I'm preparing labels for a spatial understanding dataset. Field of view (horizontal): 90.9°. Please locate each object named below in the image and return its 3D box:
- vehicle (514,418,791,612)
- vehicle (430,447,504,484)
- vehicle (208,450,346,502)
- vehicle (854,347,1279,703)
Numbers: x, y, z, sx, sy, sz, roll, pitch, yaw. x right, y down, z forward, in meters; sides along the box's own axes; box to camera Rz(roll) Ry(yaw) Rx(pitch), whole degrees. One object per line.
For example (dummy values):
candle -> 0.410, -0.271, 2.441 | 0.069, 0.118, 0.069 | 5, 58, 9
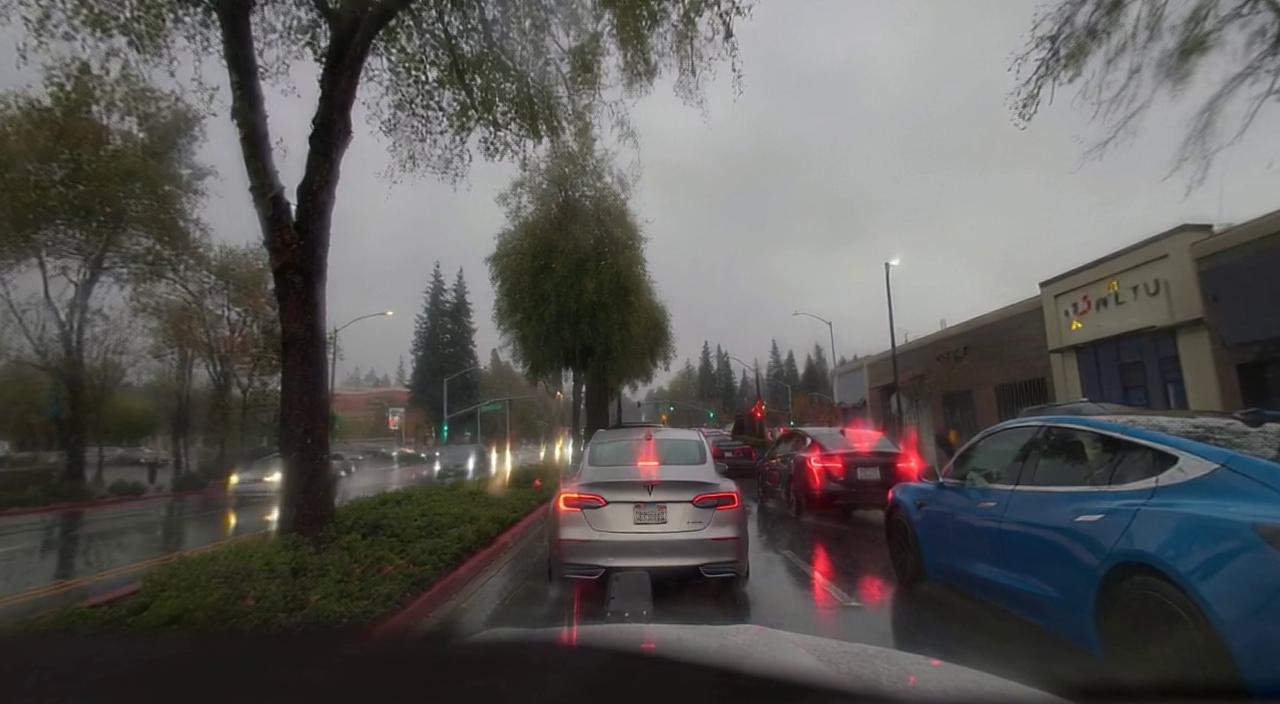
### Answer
vehicle -> 0.105, 1.559, 6.930 | 2.137, 1.488, 3.938 | 0, -8, 0
vehicle -> -7.558, 4.985, 27.983 | 1.979, 1.490, 4.225 | 0, -8, 1
vehicle -> -11.776, 4.010, 20.878 | 1.892, 1.479, 4.355 | 0, -8, 1
vehicle -> 3.192, 1.099, 4.065 | 2.038, 1.651, 4.455 | 0, -8, 0
